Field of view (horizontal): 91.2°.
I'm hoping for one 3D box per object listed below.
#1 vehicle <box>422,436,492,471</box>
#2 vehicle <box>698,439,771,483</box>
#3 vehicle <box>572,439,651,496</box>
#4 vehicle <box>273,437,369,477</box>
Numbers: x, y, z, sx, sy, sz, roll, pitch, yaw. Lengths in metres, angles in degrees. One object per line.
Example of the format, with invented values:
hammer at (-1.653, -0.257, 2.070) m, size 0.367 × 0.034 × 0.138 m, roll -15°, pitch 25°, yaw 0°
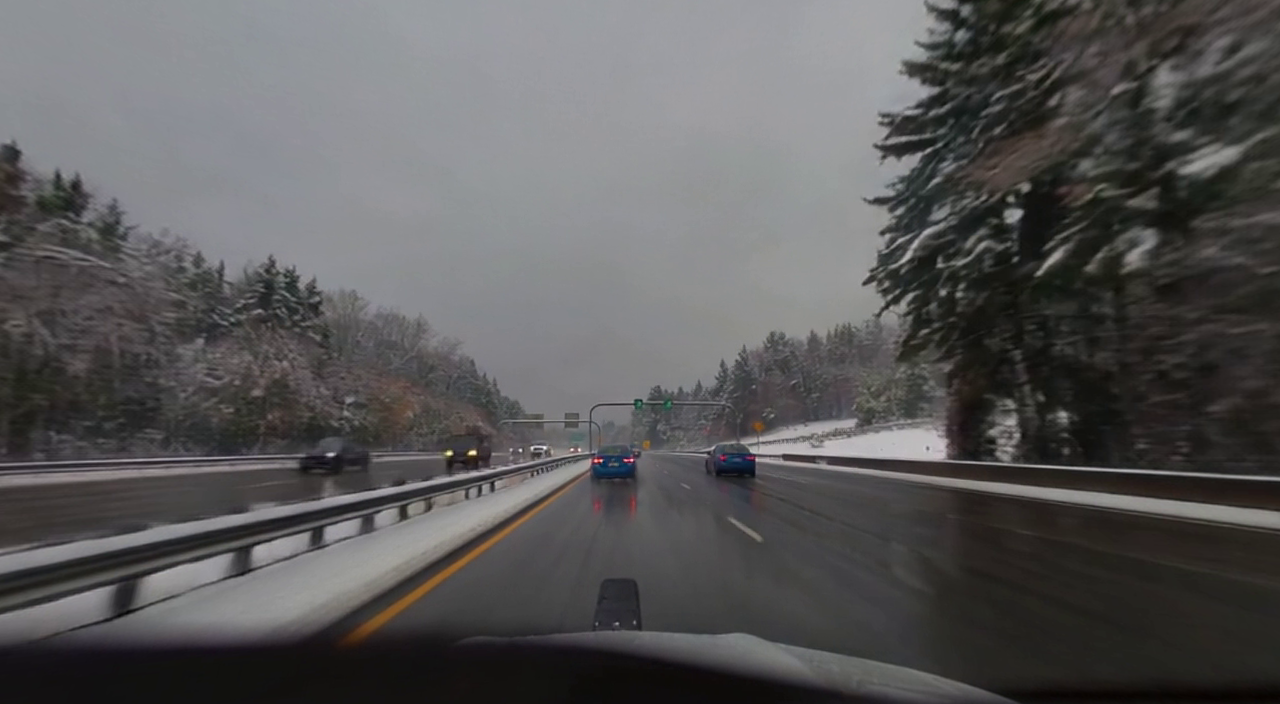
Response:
vehicle at (-9.436, 5.297, 32.814) m, size 2.285 × 1.652 × 4.883 m, roll 0°, pitch -9°, yaw -1°
vehicle at (3.711, 4.407, 25.507) m, size 2.300 × 1.595 × 4.144 m, roll -1°, pitch -9°, yaw 0°
vehicle at (-0.789, 3.452, 19.102) m, size 2.128 × 1.516 × 4.410 m, roll 0°, pitch -9°, yaw -1°
vehicle at (-13.443, 4.457, 26.725) m, size 1.904 × 1.533 × 4.151 m, roll 0°, pitch -9°, yaw -1°
